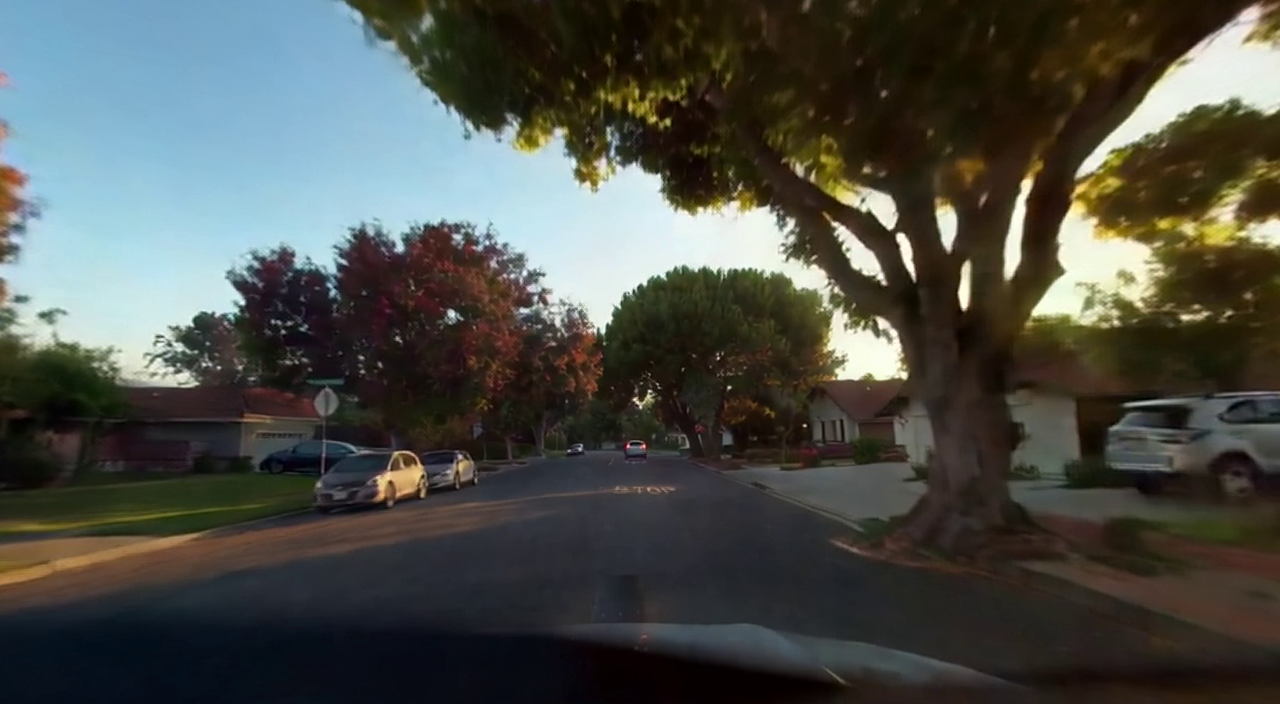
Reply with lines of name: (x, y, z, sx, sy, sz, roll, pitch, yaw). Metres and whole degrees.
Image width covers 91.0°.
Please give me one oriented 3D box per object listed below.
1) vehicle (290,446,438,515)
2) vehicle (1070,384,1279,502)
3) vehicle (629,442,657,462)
vehicle: (-7.028, 3.271, 16.686, 1.972, 1.543, 4.622, 0, -8, -2)
vehicle: (11.314, 1.620, 11.239, 5.585, 1.892, 2.198, 0, -8, 0)
vehicle: (0.260, 7.718, 48.794, 2.043, 1.484, 4.340, 0, -8, 1)
